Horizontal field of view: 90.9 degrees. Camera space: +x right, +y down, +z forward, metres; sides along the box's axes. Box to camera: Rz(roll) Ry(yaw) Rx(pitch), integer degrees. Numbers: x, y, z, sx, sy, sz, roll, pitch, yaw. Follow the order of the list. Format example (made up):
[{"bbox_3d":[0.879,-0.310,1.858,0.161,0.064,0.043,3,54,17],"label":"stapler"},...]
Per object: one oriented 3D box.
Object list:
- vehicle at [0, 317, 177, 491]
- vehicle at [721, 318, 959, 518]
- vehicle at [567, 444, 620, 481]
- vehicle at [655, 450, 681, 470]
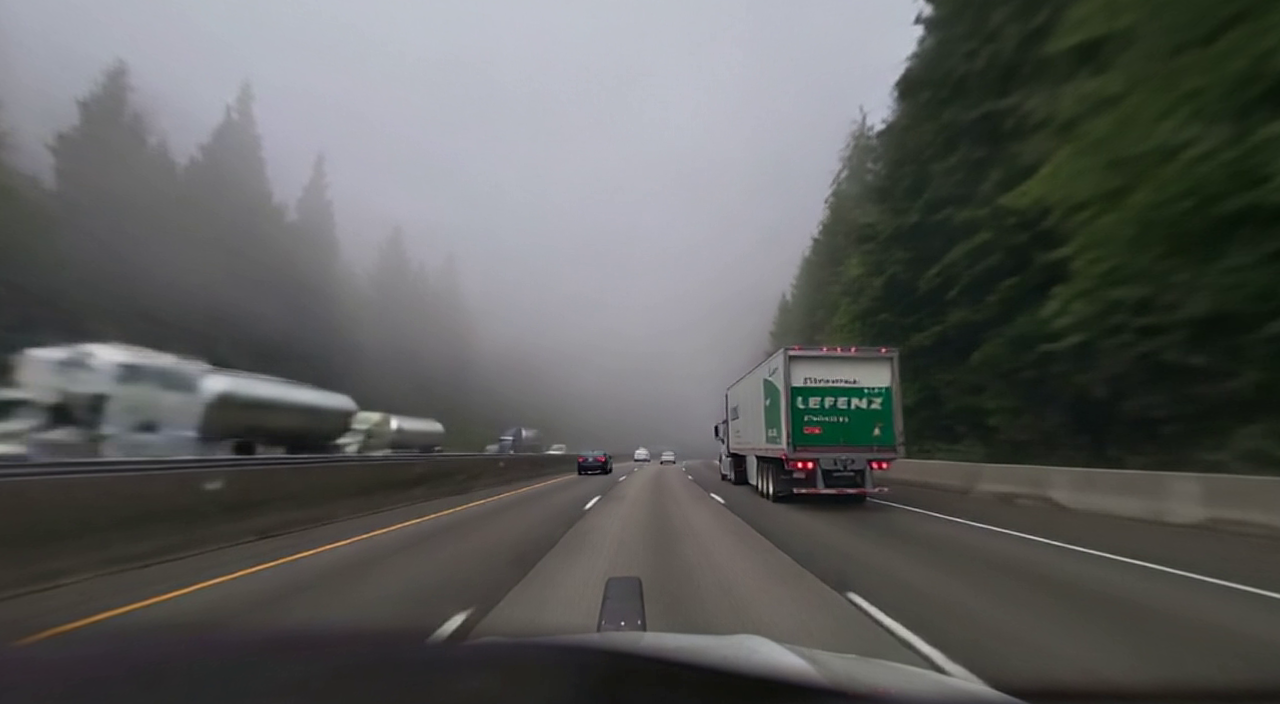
[{"bbox_3d":[-15.956,1.533,16.488,2.905,3.909,5.792,-1,-9,2],"label":"vehicle"},{"bbox_3d":[4.847,2.360,19.548,3.057,3.993,13.914,0,-9,1],"label":"vehicle"},{"bbox_3d":[-2.276,5.581,32.108,2.205,1.728,4.397,-1,-9,3],"label":"vehicle"},{"bbox_3d":[2.197,8.426,49.341,1.990,1.537,3.725,-1,-9,3],"label":"vehicle"}]
